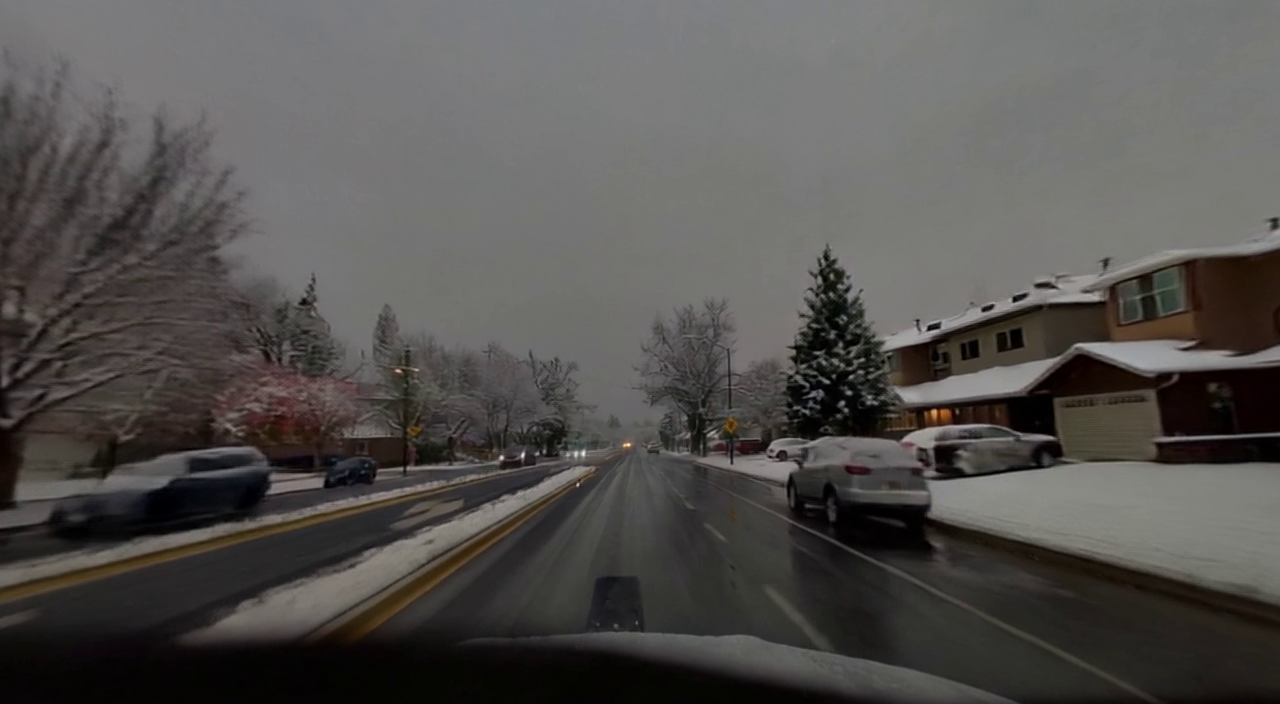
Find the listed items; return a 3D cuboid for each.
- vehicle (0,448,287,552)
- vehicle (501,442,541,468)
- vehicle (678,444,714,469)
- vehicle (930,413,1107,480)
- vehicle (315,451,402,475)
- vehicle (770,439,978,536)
[{"bbox_3d":[-8.735,2.548,11.680,1.871,1.484,4.383,0,-8,0],"label":"vehicle"},{"bbox_3d":[-8.658,7.514,46.384,2.041,1.760,4.522,-1,-8,1],"label":"vehicle"},{"bbox_3d":[3.663,6.920,42.084,1.991,1.500,4.562,0,-8,-1],"label":"vehicle"},{"bbox_3d":[11.190,2.818,18.901,3.999,1.599,1.819,-5,-8,0],"label":"vehicle"},{"bbox_3d":[-18.833,7.432,42.459,4.880,1.500,1.965,0,-8,-2],"label":"vehicle"},{"bbox_3d":[4.035,2.391,11.934,1.946,1.431,4.695,0,-8,-3],"label":"vehicle"}]
